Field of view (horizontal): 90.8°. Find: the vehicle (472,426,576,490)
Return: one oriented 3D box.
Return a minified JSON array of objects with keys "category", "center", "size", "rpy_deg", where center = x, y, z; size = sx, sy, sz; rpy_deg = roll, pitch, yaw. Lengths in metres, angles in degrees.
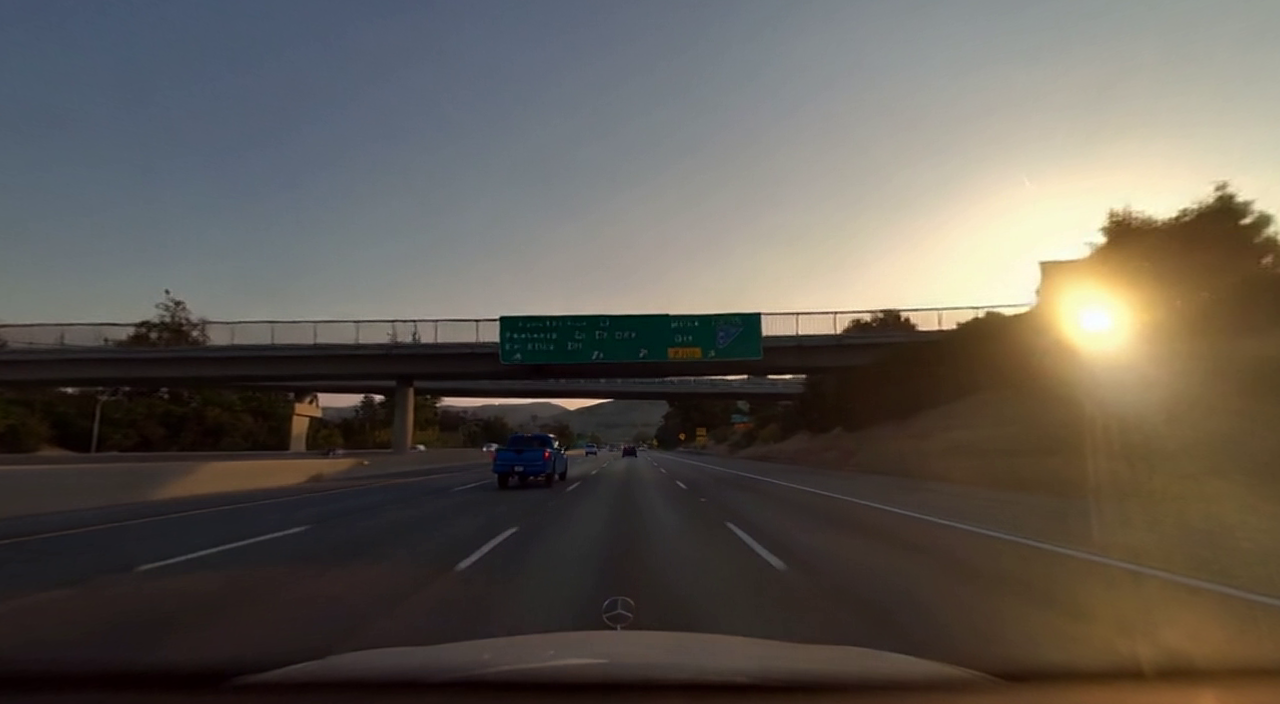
[{"category":"vehicle","center":[-3.956,3.770,22.908],"size":[2.529,2.003,5.904],"rpy_deg":[0,-8,1]}]
